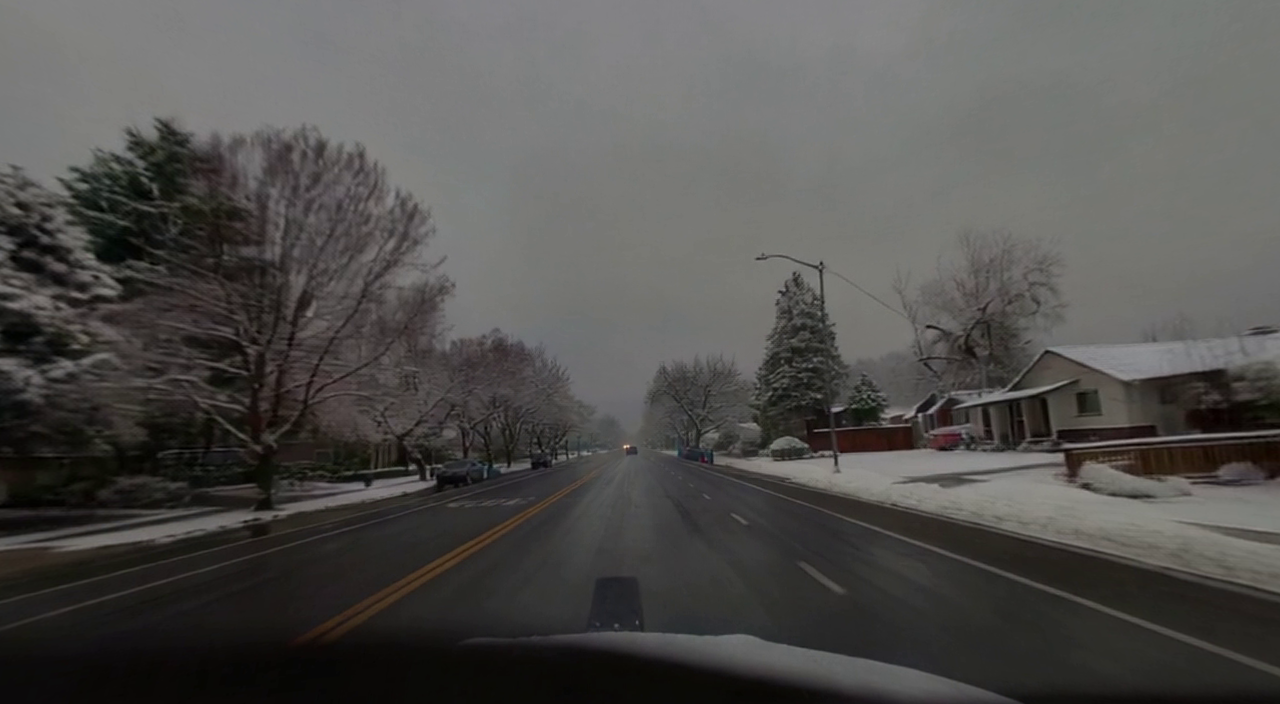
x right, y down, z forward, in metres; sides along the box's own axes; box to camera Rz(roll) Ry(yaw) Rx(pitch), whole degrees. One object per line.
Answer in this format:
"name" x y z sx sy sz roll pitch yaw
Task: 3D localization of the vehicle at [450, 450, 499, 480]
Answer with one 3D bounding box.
"vehicle" -10.743 7.331 41.265 1.989 1.610 4.337 -5 -8 0
